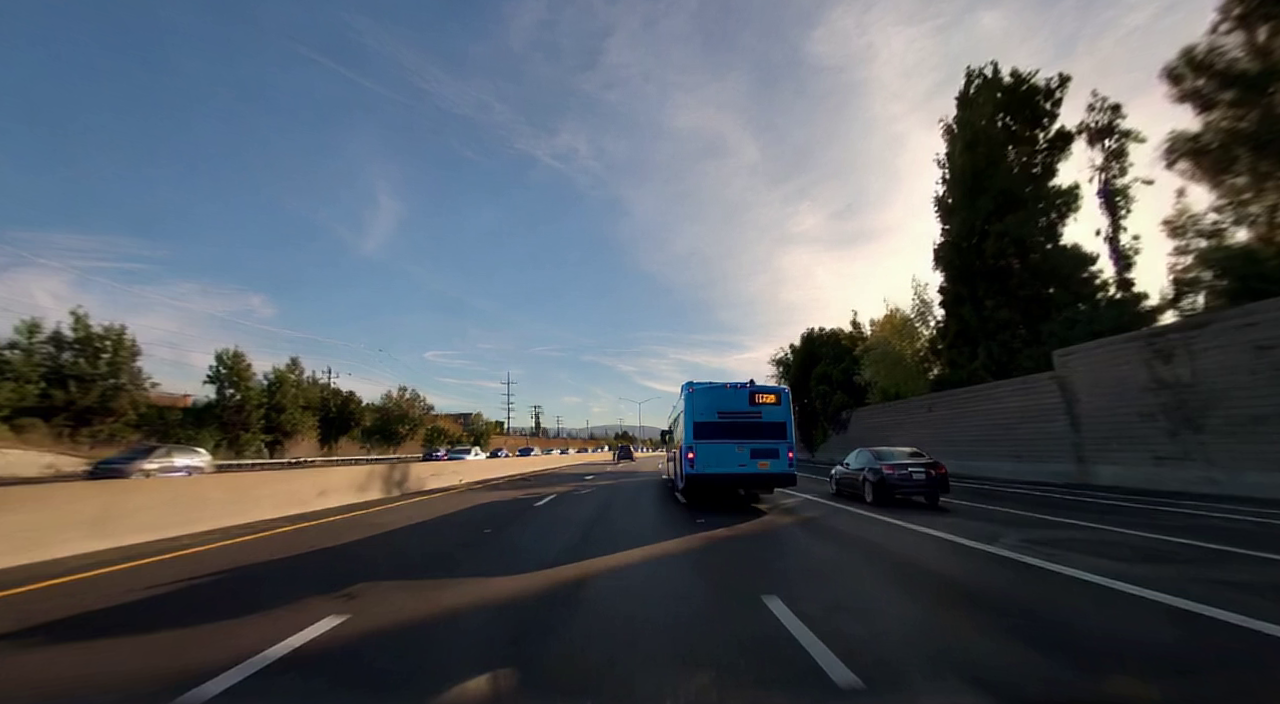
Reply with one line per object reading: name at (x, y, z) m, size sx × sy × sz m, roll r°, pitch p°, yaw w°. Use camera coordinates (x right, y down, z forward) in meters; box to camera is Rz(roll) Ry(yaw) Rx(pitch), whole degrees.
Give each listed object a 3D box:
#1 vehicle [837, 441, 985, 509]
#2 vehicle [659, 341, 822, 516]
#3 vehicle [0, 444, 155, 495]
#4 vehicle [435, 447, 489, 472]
vehicle at (7.010, 3.182, 16.978) m, size 2.047 × 1.479 × 4.593 m, roll -3°, pitch -8°, yaw 2°
vehicle at (2.246, 2.632, 20.195) m, size 3.144 × 3.580 × 14.591 m, roll 0°, pitch -9°, yaw 1°
vehicle at (-21.877, 4.510, 24.722) m, size 2.032 × 1.761 × 4.536 m, roll 0°, pitch -9°, yaw 2°
vehicle at (-11.491, 6.970, 41.174) m, size 2.012 × 1.527 × 4.519 m, roll -1°, pitch -9°, yaw 3°
